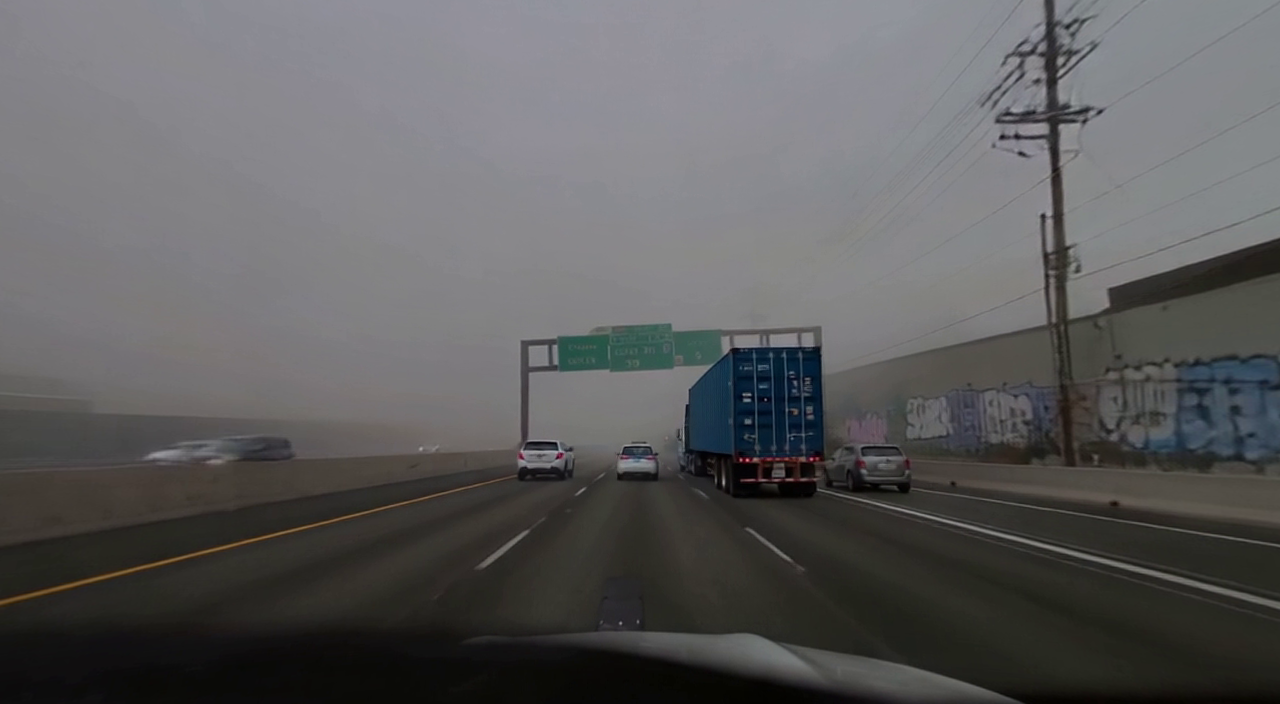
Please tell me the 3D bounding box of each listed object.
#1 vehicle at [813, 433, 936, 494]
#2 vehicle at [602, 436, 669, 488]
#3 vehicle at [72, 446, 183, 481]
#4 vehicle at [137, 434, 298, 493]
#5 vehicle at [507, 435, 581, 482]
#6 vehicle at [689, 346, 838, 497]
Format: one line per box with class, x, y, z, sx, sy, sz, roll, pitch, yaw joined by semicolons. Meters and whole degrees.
vehicle;7.423;3.583;20.627;2.202;1.731;4.628;0;-9;0
vehicle;-0.160;3.907;22.737;2.191;1.685;4.015;0;-9;0
vehicle;-24.813;5.409;30.815;1.844;1.559;4.302;1;-9;-2
vehicle;-12.969;3.443;19.846;2.019;1.587;4.565;0;-9;-2
vehicle;-3.926;4.445;26.615;2.264;1.804;4.584;0;-9;2
vehicle;3.814;2.827;23.581;2.800;4.039;13.179;0;-9;0
